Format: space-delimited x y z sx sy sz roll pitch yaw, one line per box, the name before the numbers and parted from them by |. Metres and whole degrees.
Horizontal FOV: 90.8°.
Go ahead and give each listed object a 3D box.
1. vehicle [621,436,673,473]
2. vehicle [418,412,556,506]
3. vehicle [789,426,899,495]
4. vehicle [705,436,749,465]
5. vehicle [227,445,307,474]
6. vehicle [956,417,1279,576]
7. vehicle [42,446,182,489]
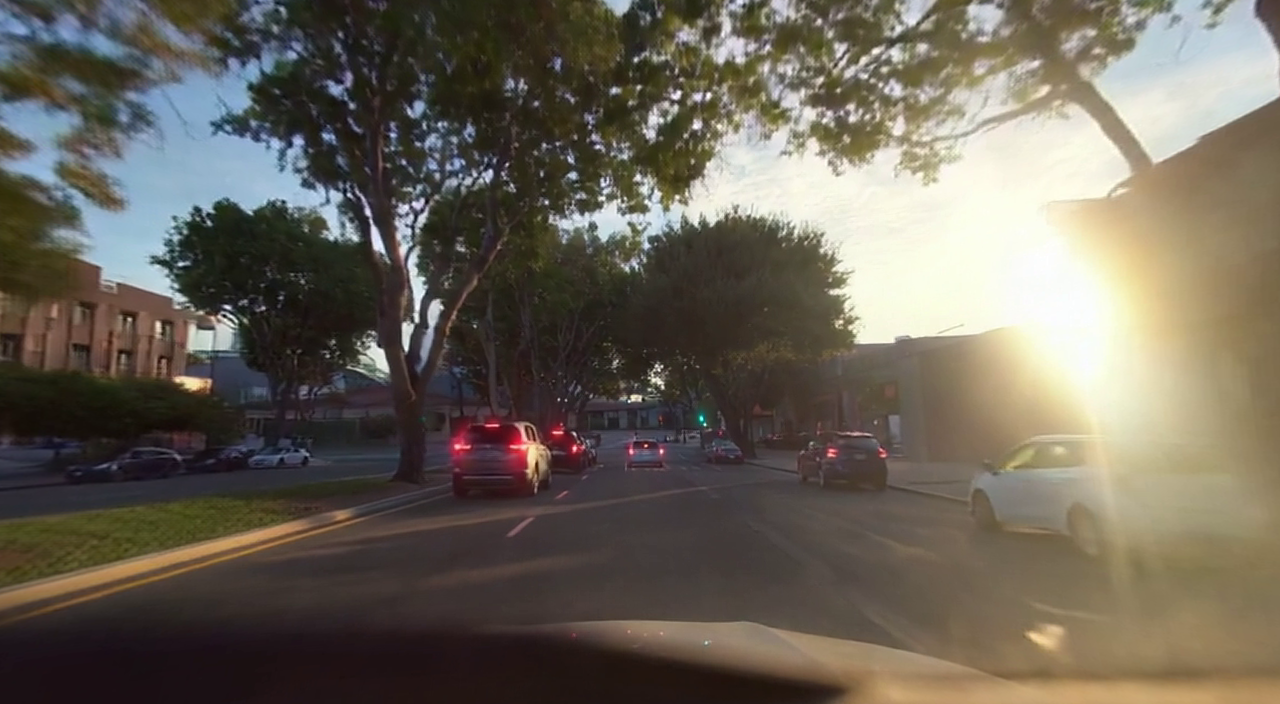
vehicle | 0.262 4.796 29.711 2.201 1.589 3.843 0 -9 -3
vehicle | -3.548 2.611 15.769 2.223 1.957 4.845 0 -9 0
vehicle | 6.393 3.452 20.423 1.997 1.943 4.409 0 -9 -1
vehicle | 5.986 6.868 44.113 2.300 1.903 4.579 0 -9 -2
vehicle | -22.436 6.476 38.195 2.148 1.607 4.428 0 -9 -1
vehicle | 6.631 1.894 9.014 2.164 1.727 3.955 0 -9 0
vehicle | -22.215 4.832 26.888 1.910 1.632 4.624 0 -9 1
